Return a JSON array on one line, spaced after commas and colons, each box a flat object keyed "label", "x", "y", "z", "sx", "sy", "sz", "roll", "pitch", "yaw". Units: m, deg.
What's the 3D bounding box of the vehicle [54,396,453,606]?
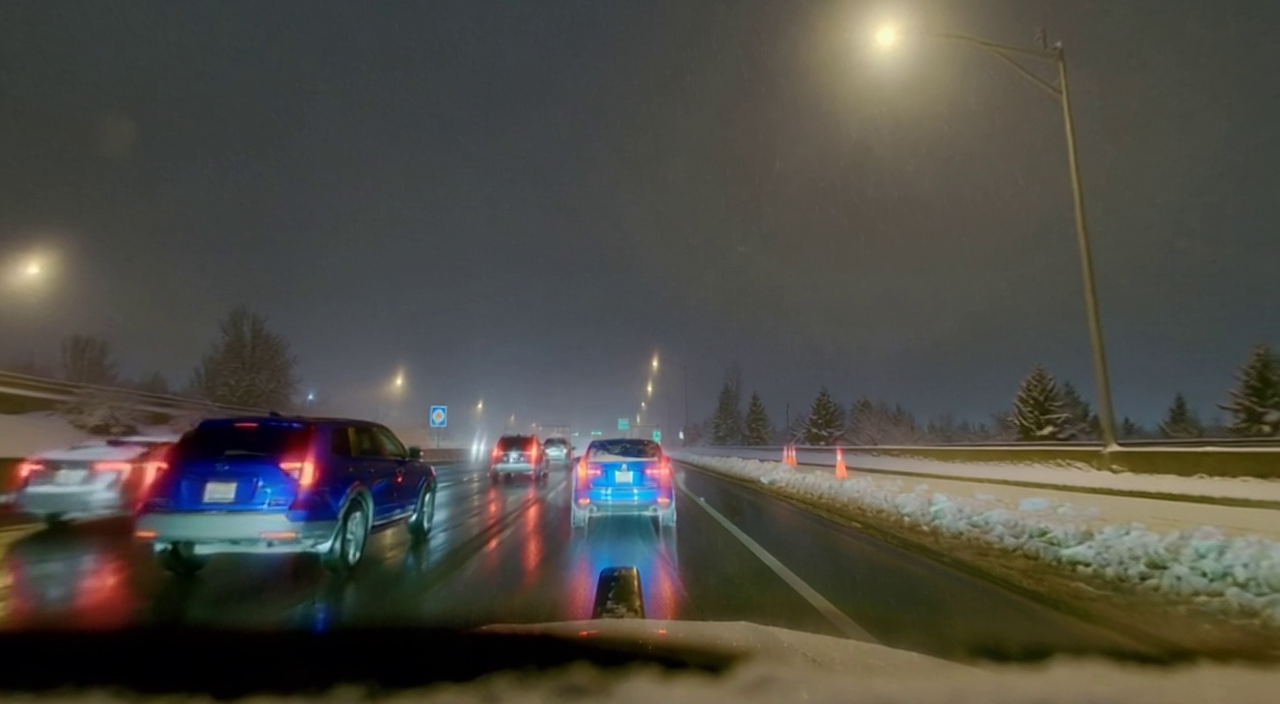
[{"label": "vehicle", "x": -3.785, "y": 1.520, "z": 7.293, "sx": 2.025, "sy": 1.708, "sz": 4.089, "roll": 0, "pitch": -9, "yaw": -1}]

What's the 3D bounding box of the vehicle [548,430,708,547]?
[{"label": "vehicle", "x": -0.217, "y": 2.067, "z": 10.219, "sx": 2.069, "sy": 1.484, "sz": 3.982, "roll": 0, "pitch": -9, "yaw": -2}]

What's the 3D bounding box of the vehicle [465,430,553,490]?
[{"label": "vehicle", "x": -4.061, "y": 3.418, "z": 20.258, "sx": 1.982, "sy": 1.727, "sz": 4.057, "roll": 0, "pitch": -9, "yaw": -1}]
